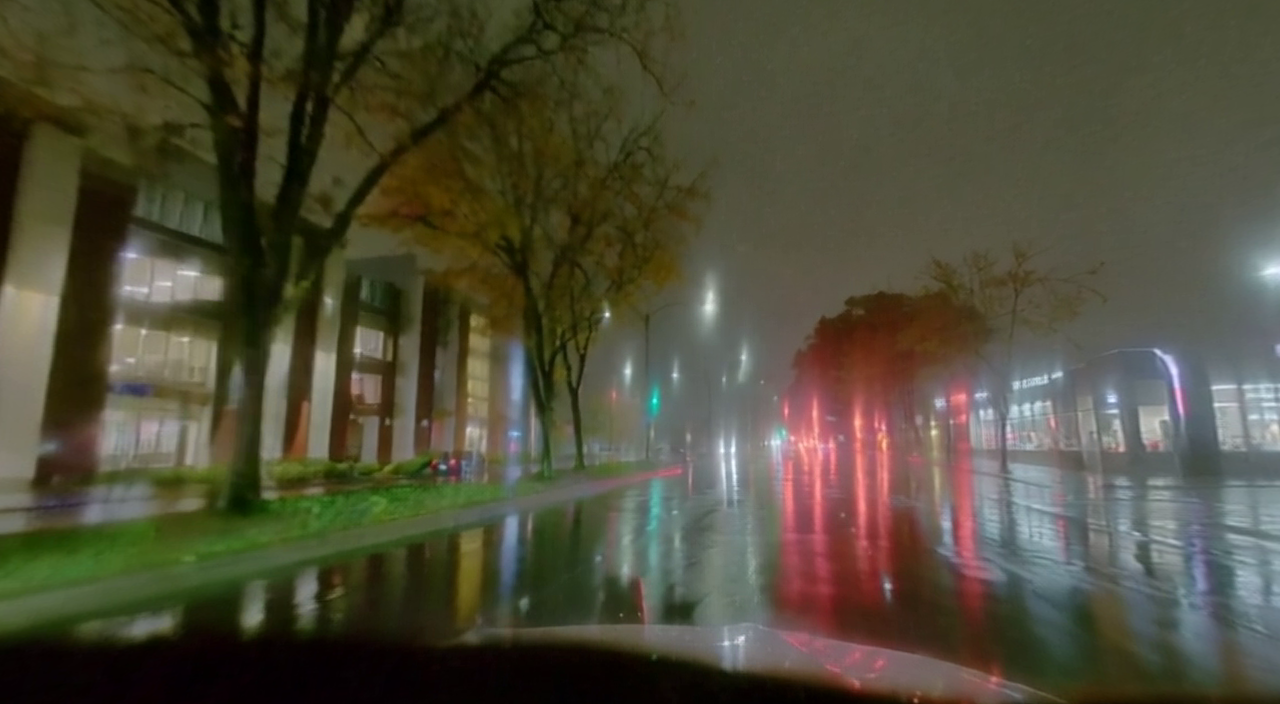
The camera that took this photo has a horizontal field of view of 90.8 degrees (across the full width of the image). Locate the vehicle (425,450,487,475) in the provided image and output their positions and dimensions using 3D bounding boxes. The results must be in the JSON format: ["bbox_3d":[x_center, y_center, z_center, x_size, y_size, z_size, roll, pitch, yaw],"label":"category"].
[{"bbox_3d":[-11.748,7.052,40.657,1.840,1.440,4.442,-4,-9,15],"label":"vehicle"}]
